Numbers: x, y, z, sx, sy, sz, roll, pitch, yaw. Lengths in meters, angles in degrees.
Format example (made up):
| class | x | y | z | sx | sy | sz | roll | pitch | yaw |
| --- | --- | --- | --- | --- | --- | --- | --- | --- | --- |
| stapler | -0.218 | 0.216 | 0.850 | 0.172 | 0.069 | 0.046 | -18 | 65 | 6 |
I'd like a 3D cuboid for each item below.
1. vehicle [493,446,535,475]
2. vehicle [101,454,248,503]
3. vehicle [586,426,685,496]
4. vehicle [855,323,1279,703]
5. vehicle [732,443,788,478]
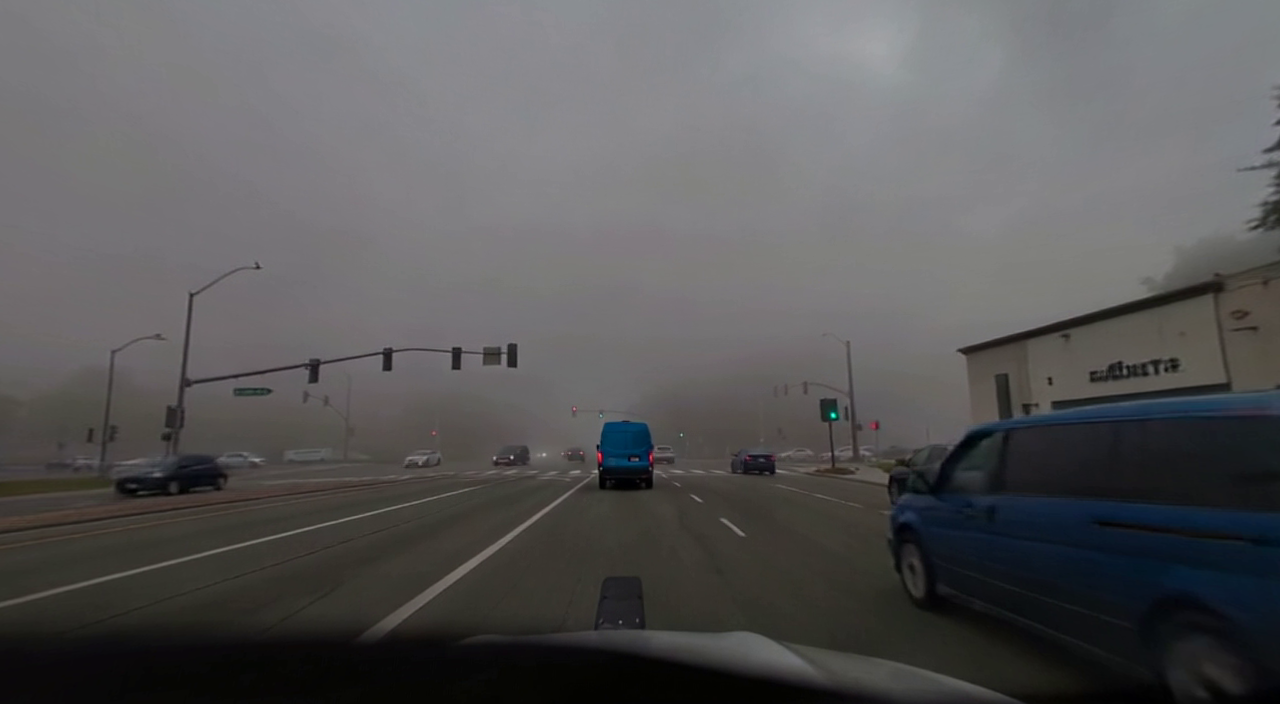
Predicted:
| class | x | y | z | sx | sy | sz | roll | pitch | yaw |
| --- | --- | --- | --- | --- | --- | --- | --- | --- | --- |
| vehicle | -7.871 | 6.689 | 39.271 | 2.109 | 1.653 | 4.681 | 2 | -9 | -16 |
| vehicle | -16.277 | 4.400 | 22.476 | 1.953 | 1.480 | 4.632 | 0 | -9 | -4 |
| vehicle | -0.233 | 3.587 | 21.154 | 2.848 | 1.991 | 5.706 | 0 | -9 | -2 |
| vehicle | 3.265 | 0.974 | 3.288 | 2.462 | 1.736 | 4.899 | 0 | -9 | -1 |
| vehicle | 6.239 | 5.716 | 33.457 | 1.931 | 1.692 | 4.267 | 0 | -9 | -3 |
